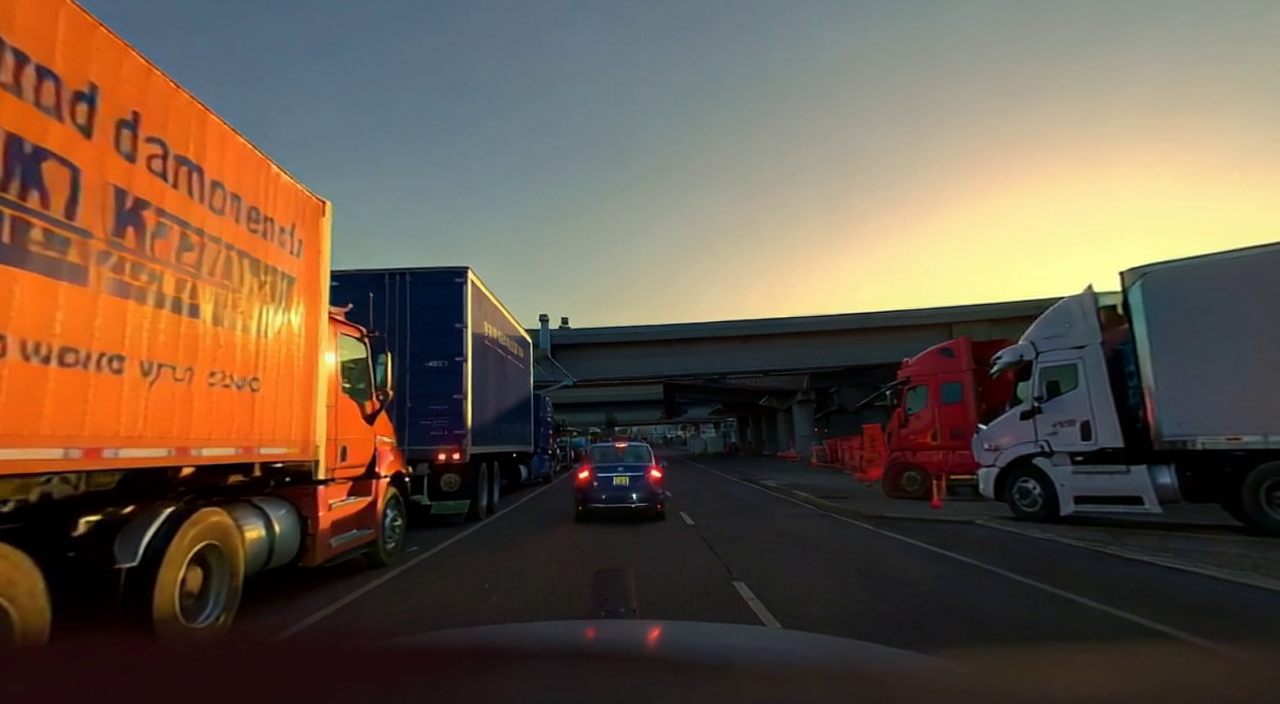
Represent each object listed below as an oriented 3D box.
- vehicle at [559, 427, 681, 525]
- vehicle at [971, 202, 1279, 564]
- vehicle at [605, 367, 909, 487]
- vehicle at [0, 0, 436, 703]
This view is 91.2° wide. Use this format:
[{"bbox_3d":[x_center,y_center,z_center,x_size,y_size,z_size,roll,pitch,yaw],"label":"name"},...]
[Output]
[{"bbox_3d":[-0.370,2.484,13.050,2.140,1.682,3.971,0,-9,0],"label":"vehicle"},{"bbox_3d":[11.149,0.062,5.887,13.564,4.152,3.110,-9,-12,42],"label":"vehicle"},{"bbox_3d":[4.095,3.442,28.032,2.877,4.124,14.516,3,-9,-41],"label":"vehicle"},{"bbox_3d":[-3.986,0.234,3.198,2.986,3.391,9.523,0,-9,-2],"label":"vehicle"}]
